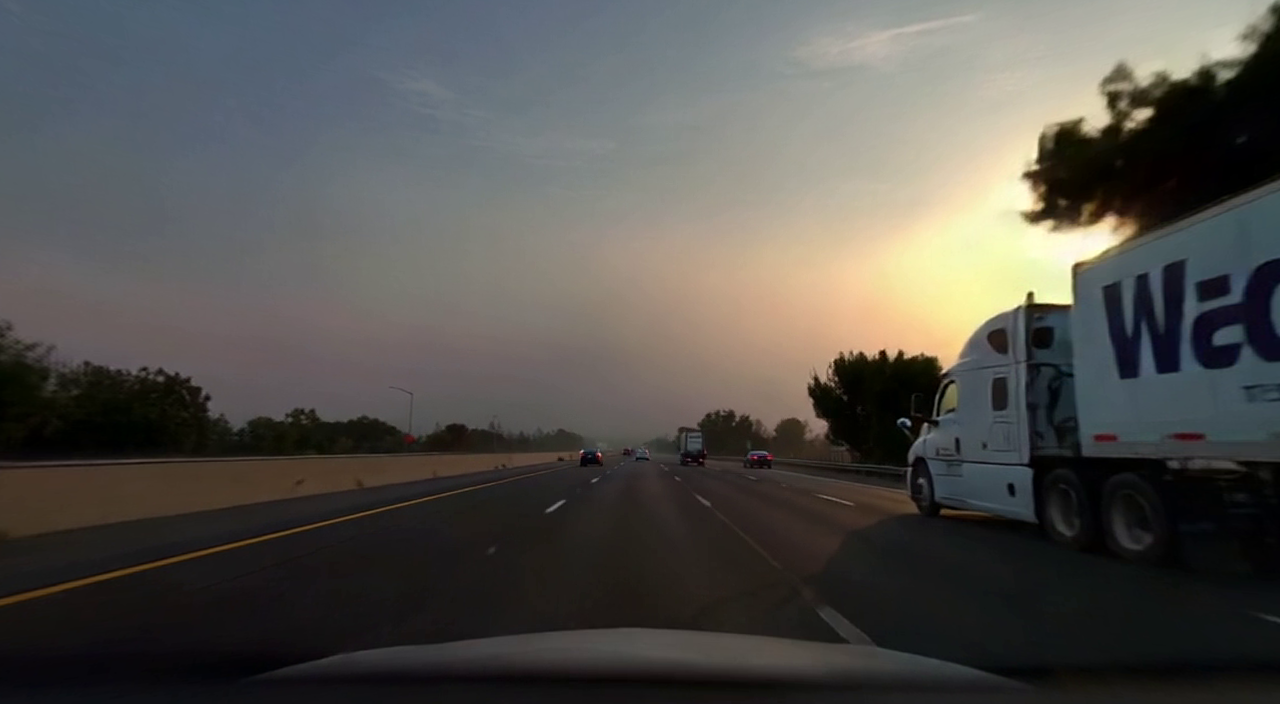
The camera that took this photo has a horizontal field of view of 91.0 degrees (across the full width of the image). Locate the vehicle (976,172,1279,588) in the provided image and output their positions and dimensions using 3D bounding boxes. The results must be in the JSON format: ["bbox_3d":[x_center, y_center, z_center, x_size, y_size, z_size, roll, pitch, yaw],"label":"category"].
[{"bbox_3d":[7.897,-0.057,4.126,2.912,4.143,15.538,0,-9,0],"label":"vehicle"}]

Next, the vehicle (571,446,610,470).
[{"bbox_3d":[-3.329,7.231,43.142,2.164,1.507,4.748,0,-9,2],"label":"vehicle"}]

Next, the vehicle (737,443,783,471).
[{"bbox_3d":[7.814,6.879,41.421,2.188,1.727,4.381,0,-9,1],"label":"vehicle"}]
